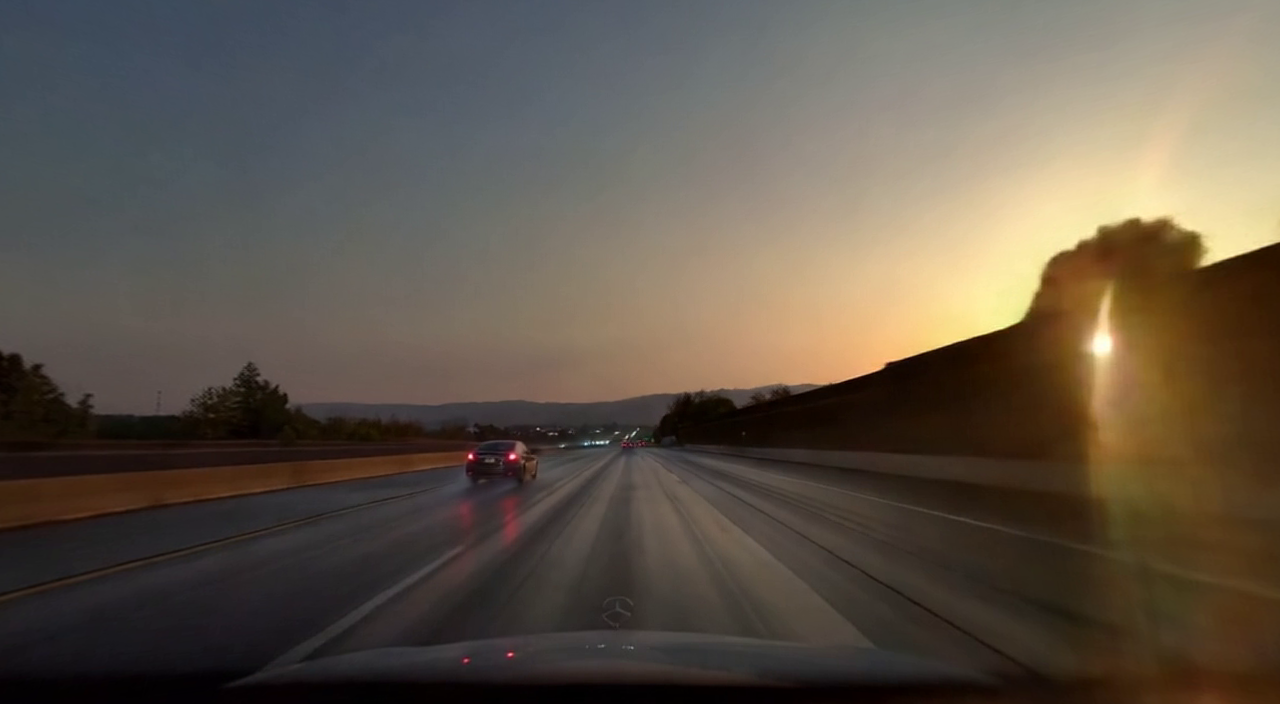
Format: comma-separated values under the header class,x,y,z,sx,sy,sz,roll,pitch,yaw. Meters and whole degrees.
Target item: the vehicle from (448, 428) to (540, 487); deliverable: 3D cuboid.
class,x,y,z,sx,sy,sz,roll,pitch,yaw
vehicle,-4.611,3.396,20.532,2.063,1.661,4.439,2,-8,-2
